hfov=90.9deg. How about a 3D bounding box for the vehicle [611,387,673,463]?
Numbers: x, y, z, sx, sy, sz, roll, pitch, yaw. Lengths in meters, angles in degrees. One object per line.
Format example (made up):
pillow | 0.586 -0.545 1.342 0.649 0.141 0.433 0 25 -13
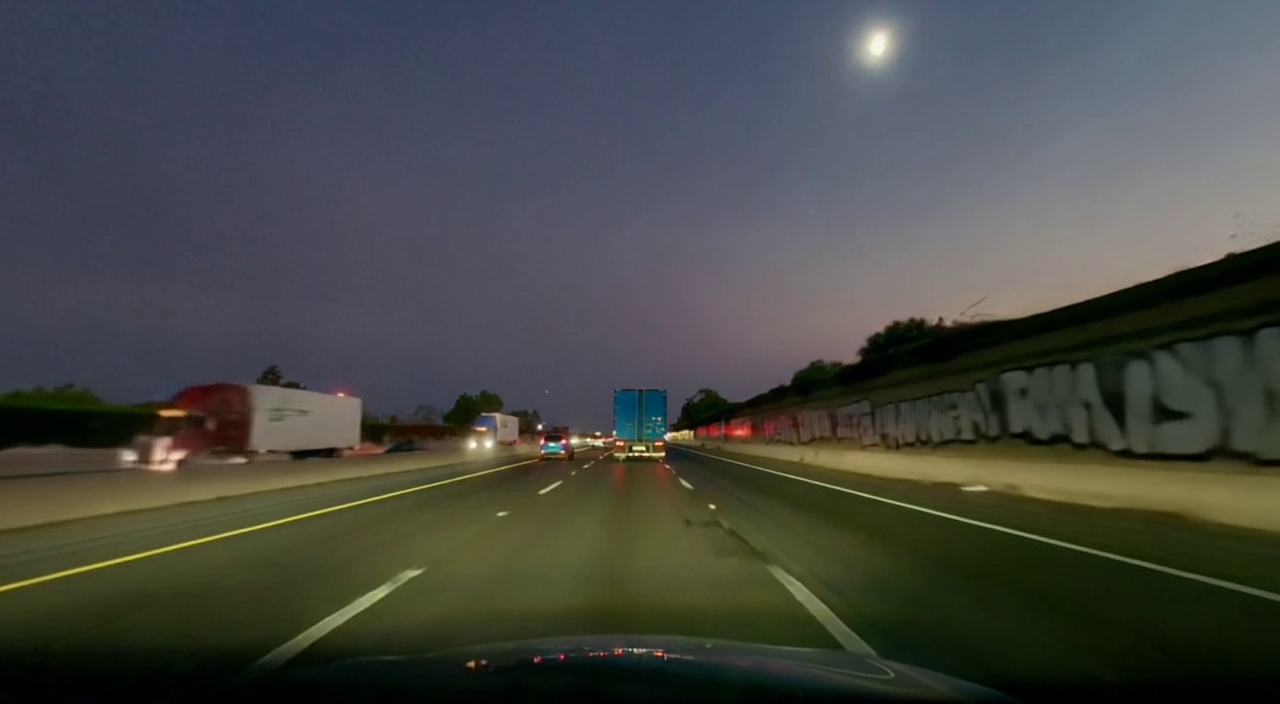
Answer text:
vehicle | 0.034 4.125 34.862 2.927 3.649 9.443 0 -8 -1

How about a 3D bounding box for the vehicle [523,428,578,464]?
vehicle | -4.313 4.611 30.994 2.058 1.645 4.130 0 -8 0

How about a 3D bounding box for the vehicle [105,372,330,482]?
vehicle | -17.512 3.345 27.512 2.880 3.918 10.150 0 -8 -1
